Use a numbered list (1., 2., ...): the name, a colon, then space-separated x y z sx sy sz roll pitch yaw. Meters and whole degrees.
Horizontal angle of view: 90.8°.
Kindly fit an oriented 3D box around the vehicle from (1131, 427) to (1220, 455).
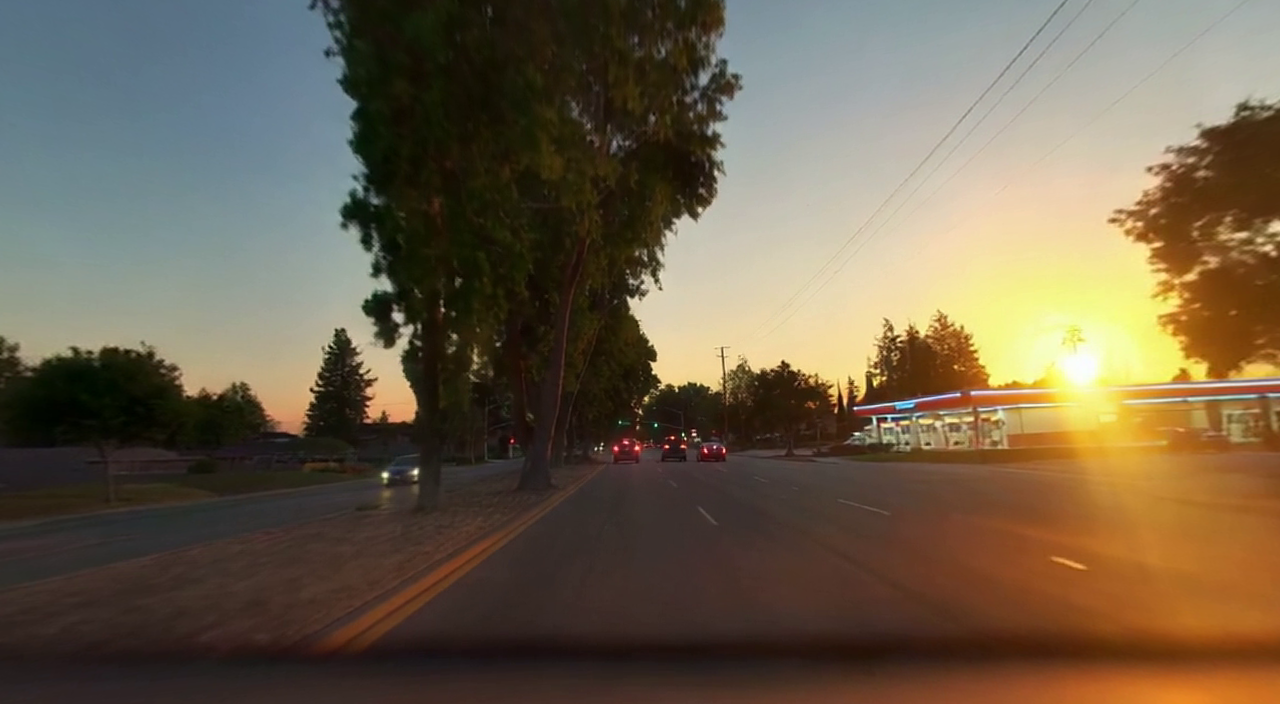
1. vehicle: 29.939 4.976 35.288 4.663 1.485 1.991 4 -9 -26

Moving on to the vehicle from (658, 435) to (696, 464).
1. vehicle: 2.423 6.567 42.555 2.140 1.800 4.660 0 -8 -2

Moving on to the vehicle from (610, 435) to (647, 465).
1. vehicle: -0.799 6.268 40.456 2.261 1.820 4.255 0 -8 -3

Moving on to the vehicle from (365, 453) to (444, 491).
1. vehicle: -10.750 5.488 29.229 2.052 1.503 4.559 0 -8 -2
